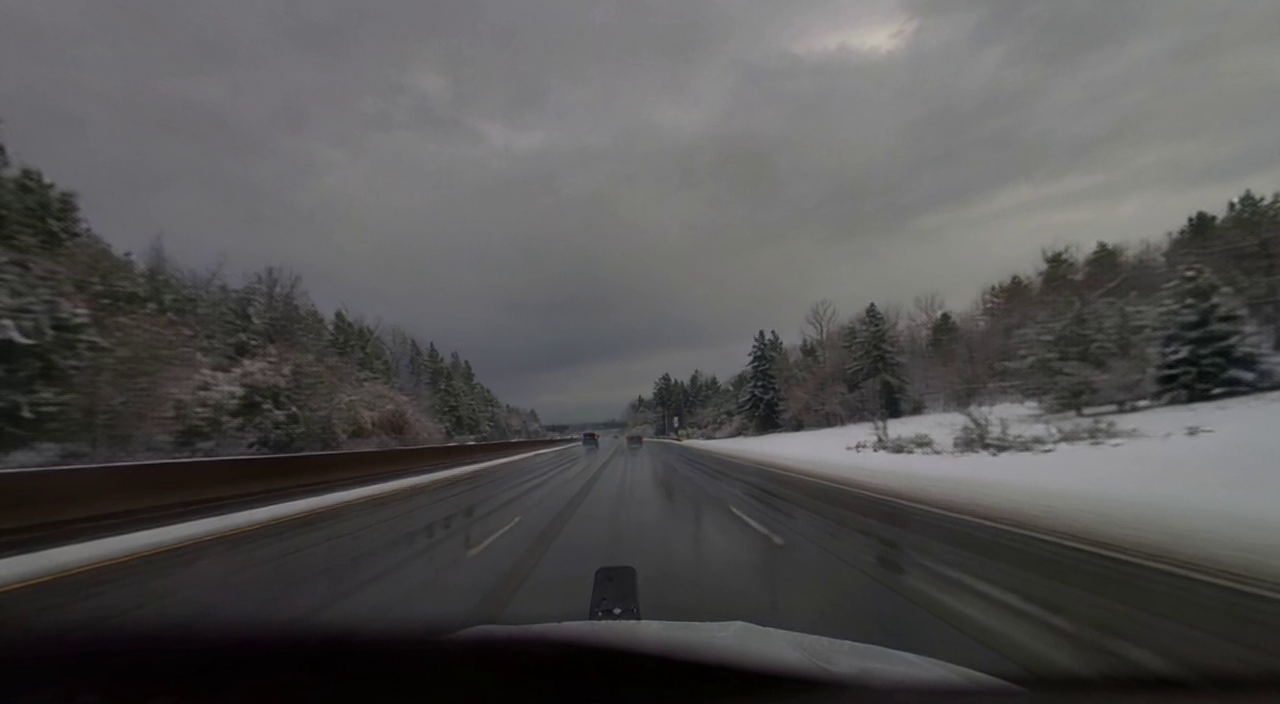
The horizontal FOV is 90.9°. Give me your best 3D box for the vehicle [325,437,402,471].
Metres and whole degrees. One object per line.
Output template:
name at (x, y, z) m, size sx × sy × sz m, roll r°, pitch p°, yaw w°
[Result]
vehicle at (-12.706, 4.662, 29.178) m, size 1.810 × 1.435 × 3.941 m, roll 0°, pitch -8°, yaw -1°
